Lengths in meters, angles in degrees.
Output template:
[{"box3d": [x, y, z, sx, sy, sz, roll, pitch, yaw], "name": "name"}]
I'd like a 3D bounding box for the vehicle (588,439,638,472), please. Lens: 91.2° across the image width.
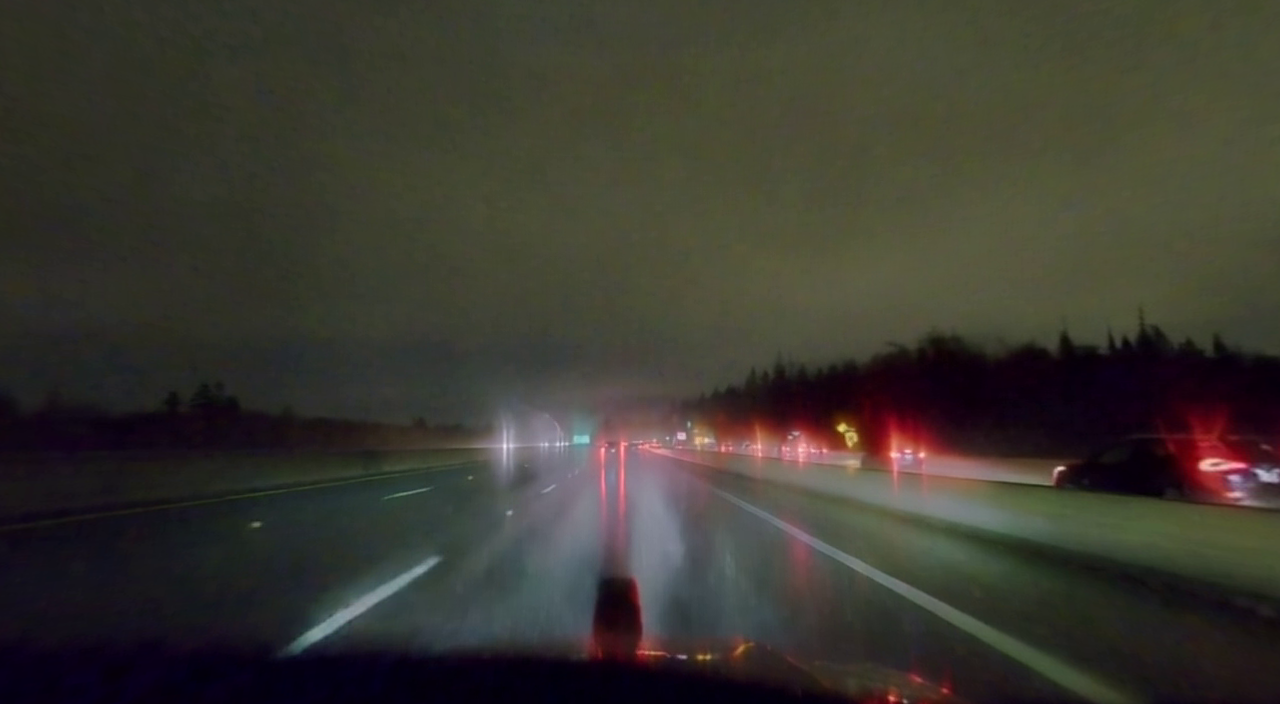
[{"box3d": [-1.273, 5.108, 31.080, 2.055, 1.509, 4.255, -1, -9, 3], "name": "vehicle"}]
